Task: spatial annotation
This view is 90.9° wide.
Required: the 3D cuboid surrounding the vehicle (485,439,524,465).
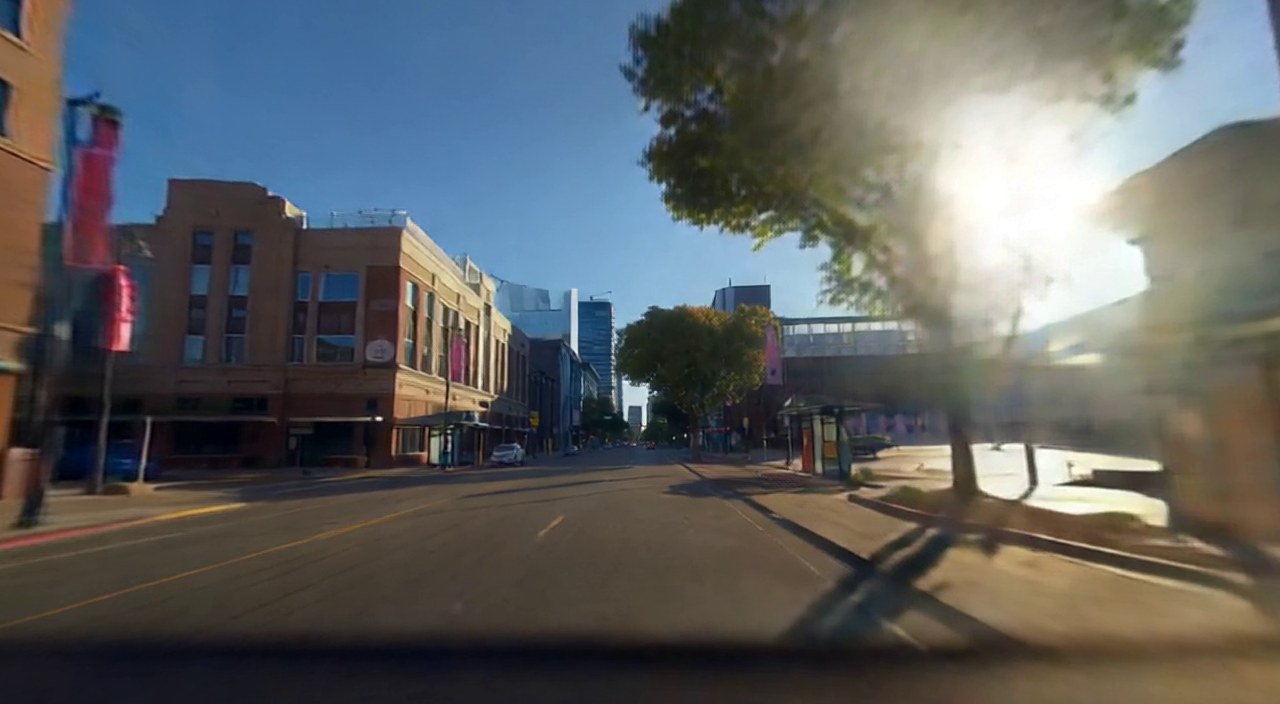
[{"bbox_3d":[-10.504,7.780,49.211,2.060,1.796,4.675,-2,-7,0],"label":"vehicle"}]
